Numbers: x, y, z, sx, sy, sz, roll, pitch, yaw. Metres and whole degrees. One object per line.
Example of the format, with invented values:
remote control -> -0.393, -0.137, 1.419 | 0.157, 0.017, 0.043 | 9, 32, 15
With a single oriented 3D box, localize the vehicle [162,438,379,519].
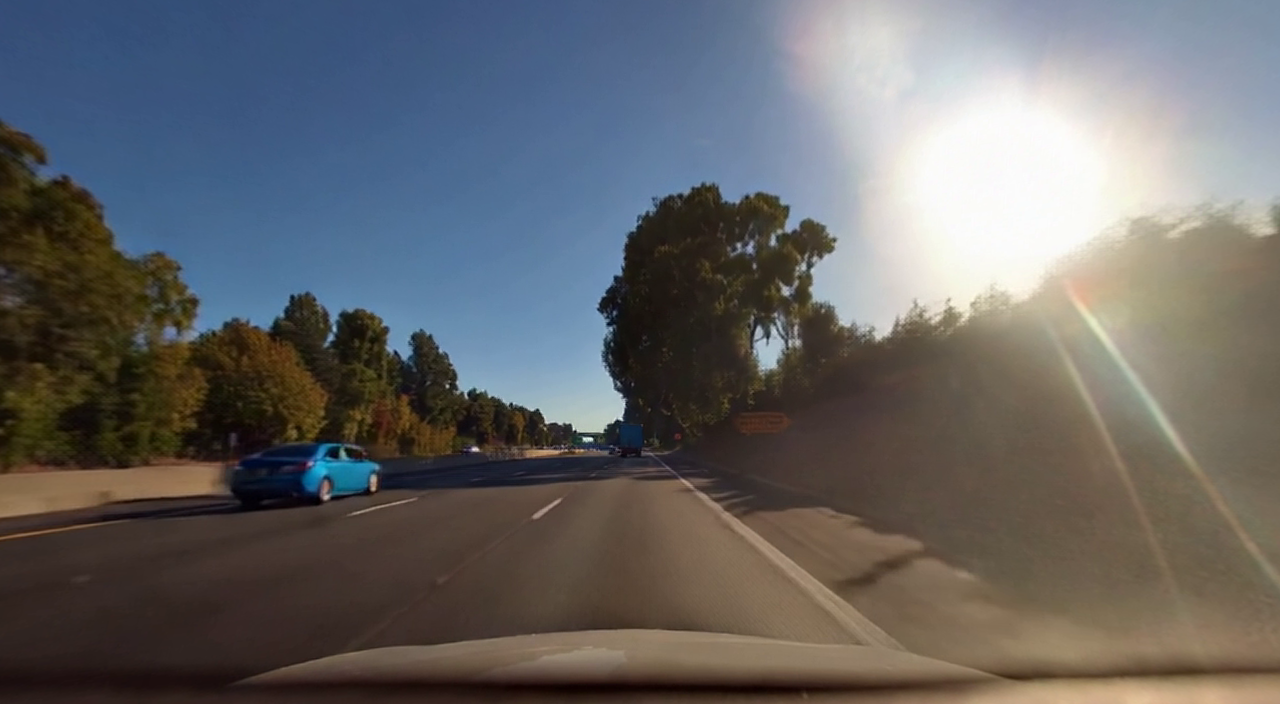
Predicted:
vehicle -> -7.913, 2.722, 14.220 | 2.155, 1.504, 4.490 | 0, -8, 0
